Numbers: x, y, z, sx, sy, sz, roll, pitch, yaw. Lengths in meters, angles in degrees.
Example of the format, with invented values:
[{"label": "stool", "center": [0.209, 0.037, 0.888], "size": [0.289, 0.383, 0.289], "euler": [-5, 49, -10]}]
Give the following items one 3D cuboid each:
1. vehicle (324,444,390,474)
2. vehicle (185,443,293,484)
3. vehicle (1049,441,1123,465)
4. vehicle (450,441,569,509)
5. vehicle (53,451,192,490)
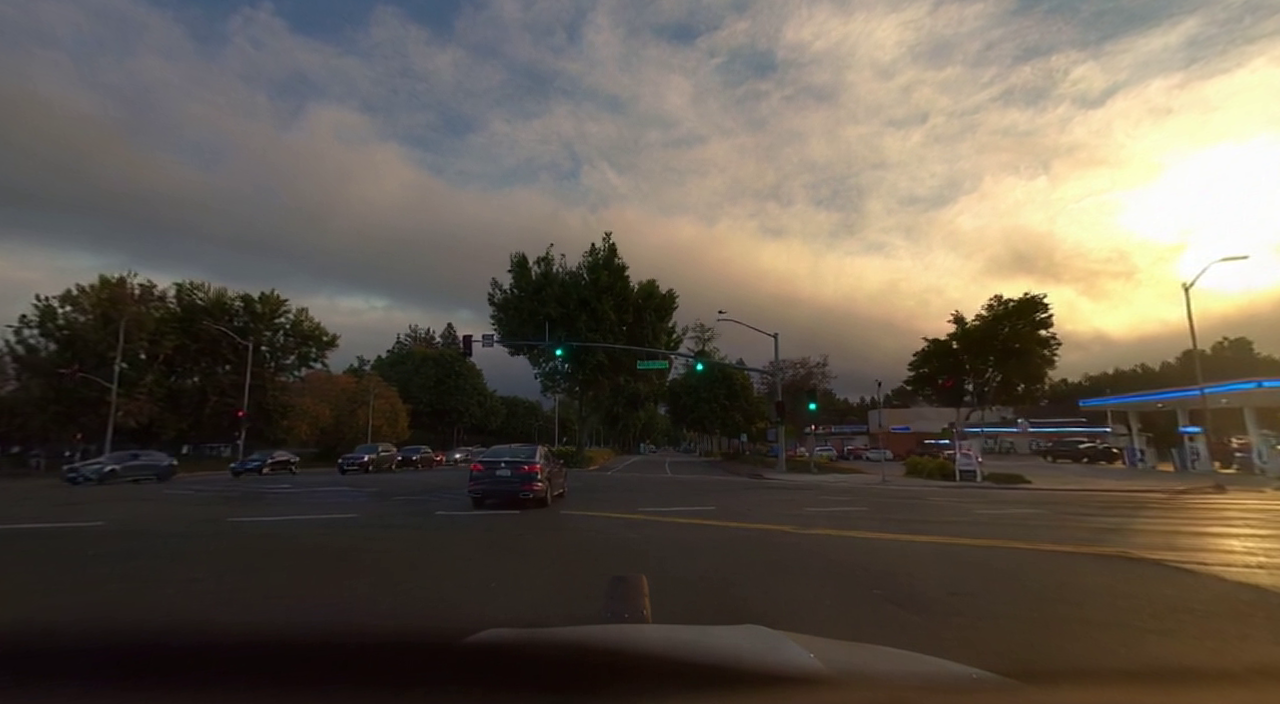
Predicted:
[{"label": "vehicle", "center": [-17.612, 6.625, 39.434], "size": [2.032, 1.741, 4.450], "euler": [0, -8, 0]}, {"label": "vehicle", "center": [-17.387, 4.826, 27.622], "size": [1.887, 1.635, 4.281], "euler": [0, -8, 0]}, {"label": "vehicle", "center": [32.943, 7.445, 46.721], "size": [2.148, 1.679, 4.197], "euler": [1, -9, -5]}, {"label": "vehicle", "center": [-3.163, 3.079, 16.345], "size": [2.041, 1.483, 4.533], "euler": [0, -8, 1]}, {"label": "vehicle", "center": [-20.799, 4.749, 25.638], "size": [1.821, 1.371, 4.545], "euler": [0, -8, -1]}]
